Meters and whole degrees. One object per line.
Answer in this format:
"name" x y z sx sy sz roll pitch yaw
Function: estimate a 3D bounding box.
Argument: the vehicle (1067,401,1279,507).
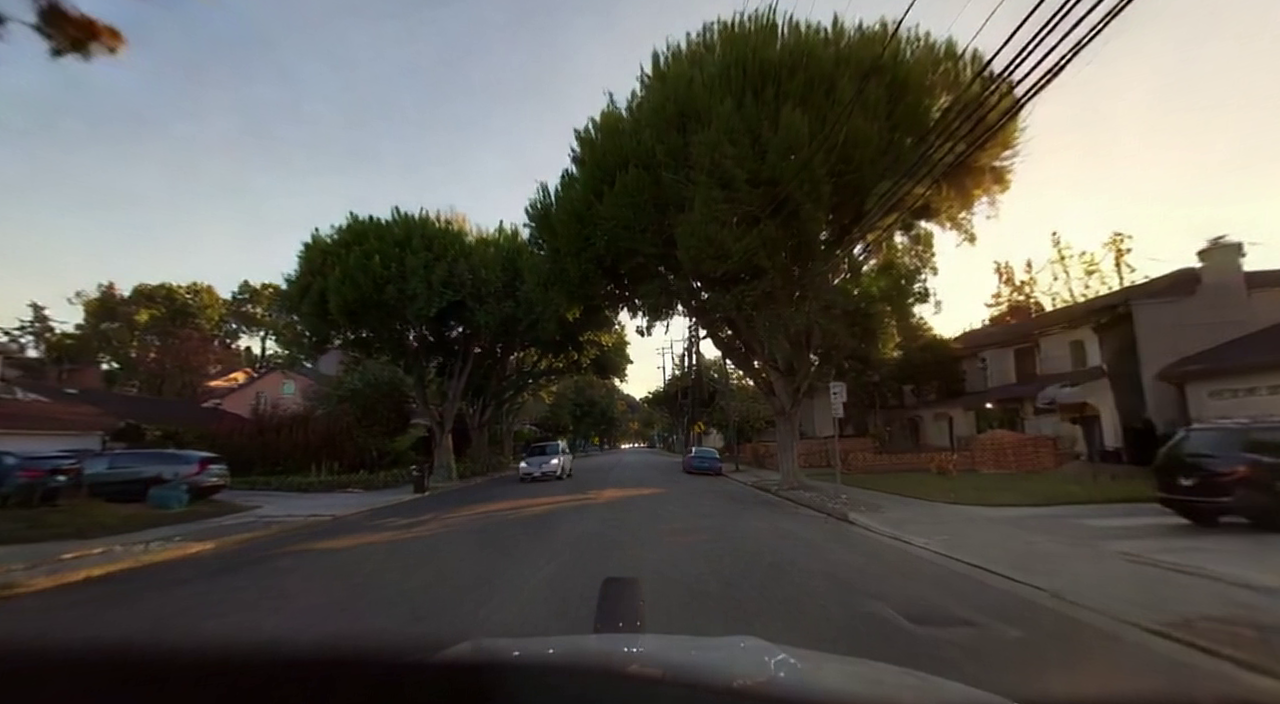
"vehicle" 10.945 1.872 11.739 4.602 1.799 1.859 0 -8 -1

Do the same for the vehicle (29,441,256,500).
"vehicle" -13.302 3.176 17.136 4.443 1.475 1.932 0 -9 -2

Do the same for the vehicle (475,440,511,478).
"vehicle" -10.913 7.922 47.308 1.961 2.498 8.179 -1 -8 -9

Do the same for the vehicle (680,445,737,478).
"vehicle" 3.208 5.233 30.578 1.944 1.439 4.500 1 -9 -4

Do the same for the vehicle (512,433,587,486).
"vehicle" -3.367 4.081 24.340 2.032 1.836 4.520 0 -9 2
